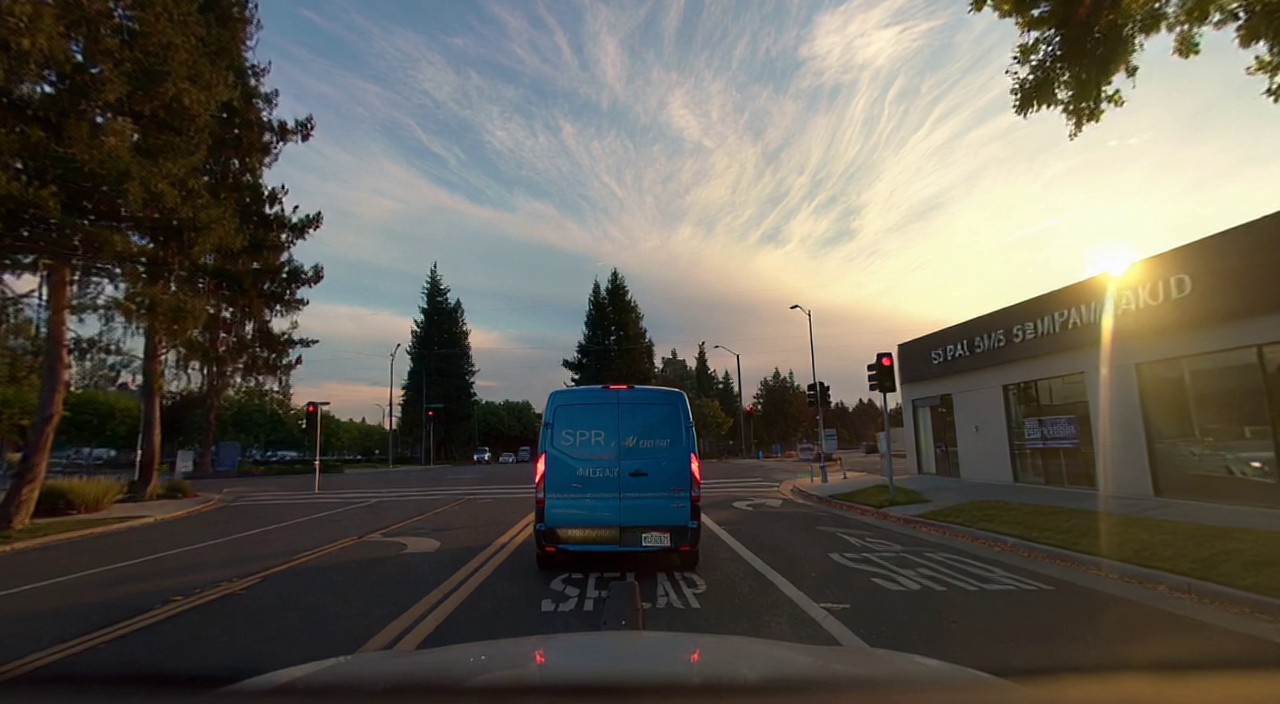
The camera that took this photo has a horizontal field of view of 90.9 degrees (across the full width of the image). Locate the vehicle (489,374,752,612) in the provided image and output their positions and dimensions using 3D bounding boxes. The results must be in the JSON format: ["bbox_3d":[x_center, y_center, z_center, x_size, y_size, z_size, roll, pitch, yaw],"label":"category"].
[{"bbox_3d":[-0.289,1.466,7.295,2.181,1.949,3.932,1,-9,-4],"label":"vehicle"}]
